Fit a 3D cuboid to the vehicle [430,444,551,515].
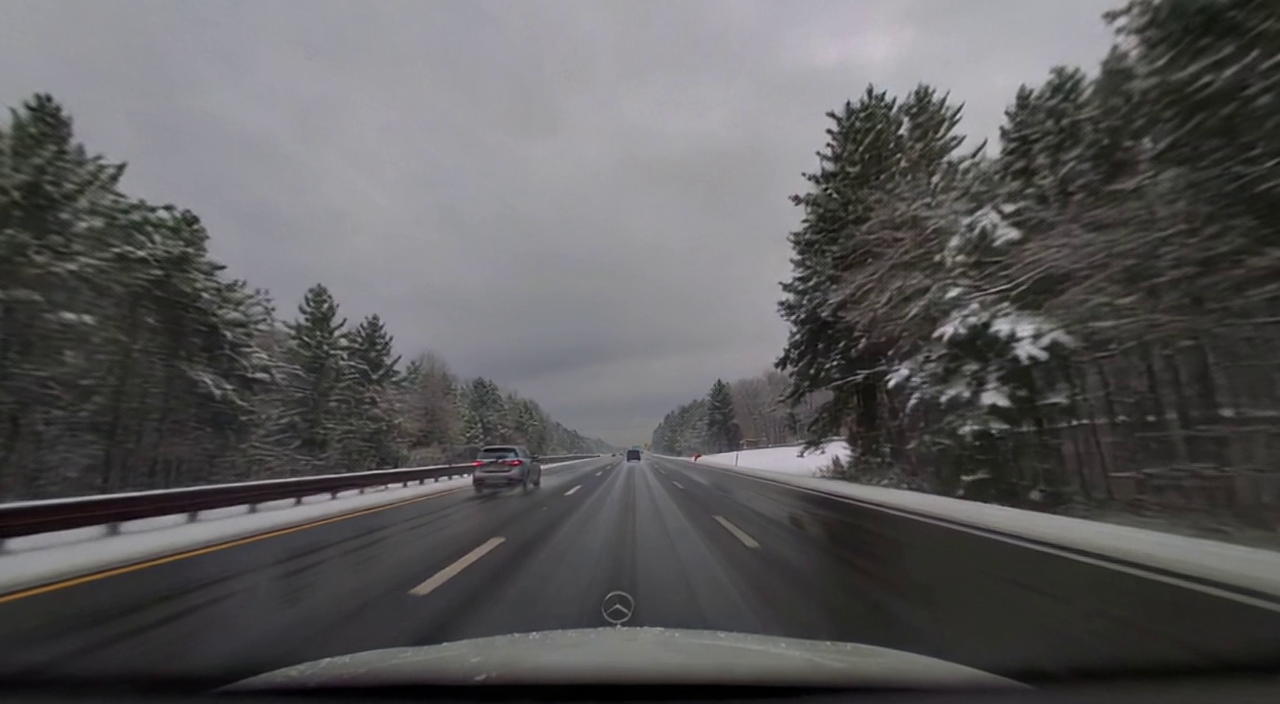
[{"bbox_3d":[-3.484,3.031,15.448,1.970,1.492,3.944,0,-9,0],"label":"vehicle"}]
